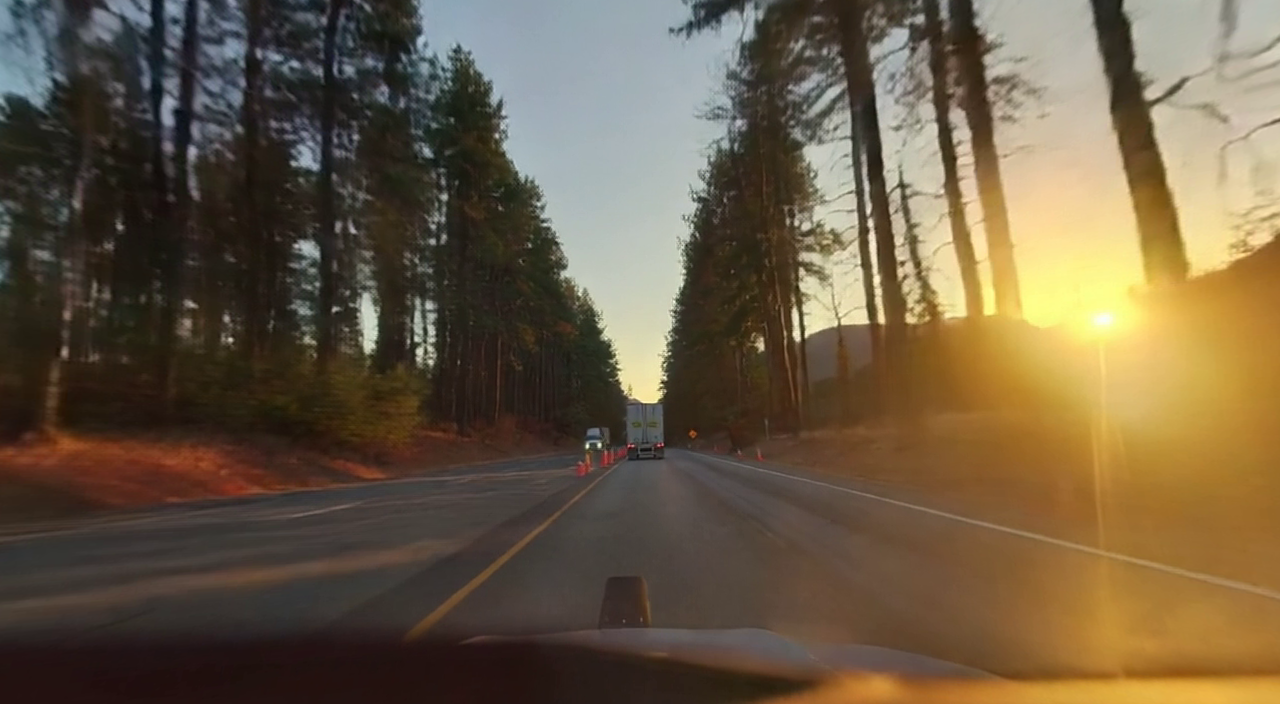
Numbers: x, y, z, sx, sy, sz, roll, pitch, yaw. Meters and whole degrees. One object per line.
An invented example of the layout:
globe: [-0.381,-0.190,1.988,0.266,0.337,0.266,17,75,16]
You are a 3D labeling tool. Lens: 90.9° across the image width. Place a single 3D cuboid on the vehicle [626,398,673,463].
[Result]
vehicle: [0.501,5.803,45.740,2.935,4.068,11.036,0,-8,-1]
